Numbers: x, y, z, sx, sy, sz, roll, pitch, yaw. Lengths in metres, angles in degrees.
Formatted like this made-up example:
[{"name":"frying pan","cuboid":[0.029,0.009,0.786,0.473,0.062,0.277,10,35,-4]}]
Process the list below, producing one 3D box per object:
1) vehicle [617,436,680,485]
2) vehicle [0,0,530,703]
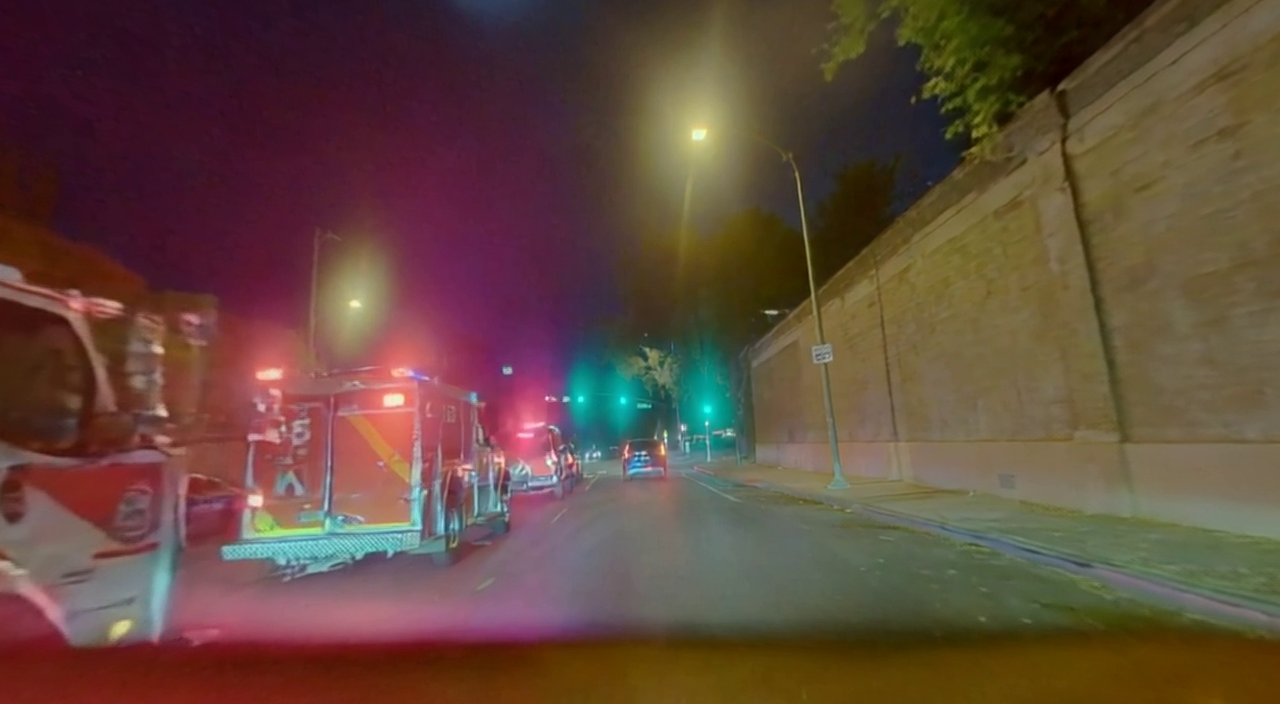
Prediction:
[{"name":"vehicle","cuboid":[0.242,4.586,26.849,2.332,1.831,4.930,0,-9,-3]},{"name":"vehicle","cuboid":[-3.195,0.456,3.487,3.644,3.138,9.346,0,-9,-1]}]
